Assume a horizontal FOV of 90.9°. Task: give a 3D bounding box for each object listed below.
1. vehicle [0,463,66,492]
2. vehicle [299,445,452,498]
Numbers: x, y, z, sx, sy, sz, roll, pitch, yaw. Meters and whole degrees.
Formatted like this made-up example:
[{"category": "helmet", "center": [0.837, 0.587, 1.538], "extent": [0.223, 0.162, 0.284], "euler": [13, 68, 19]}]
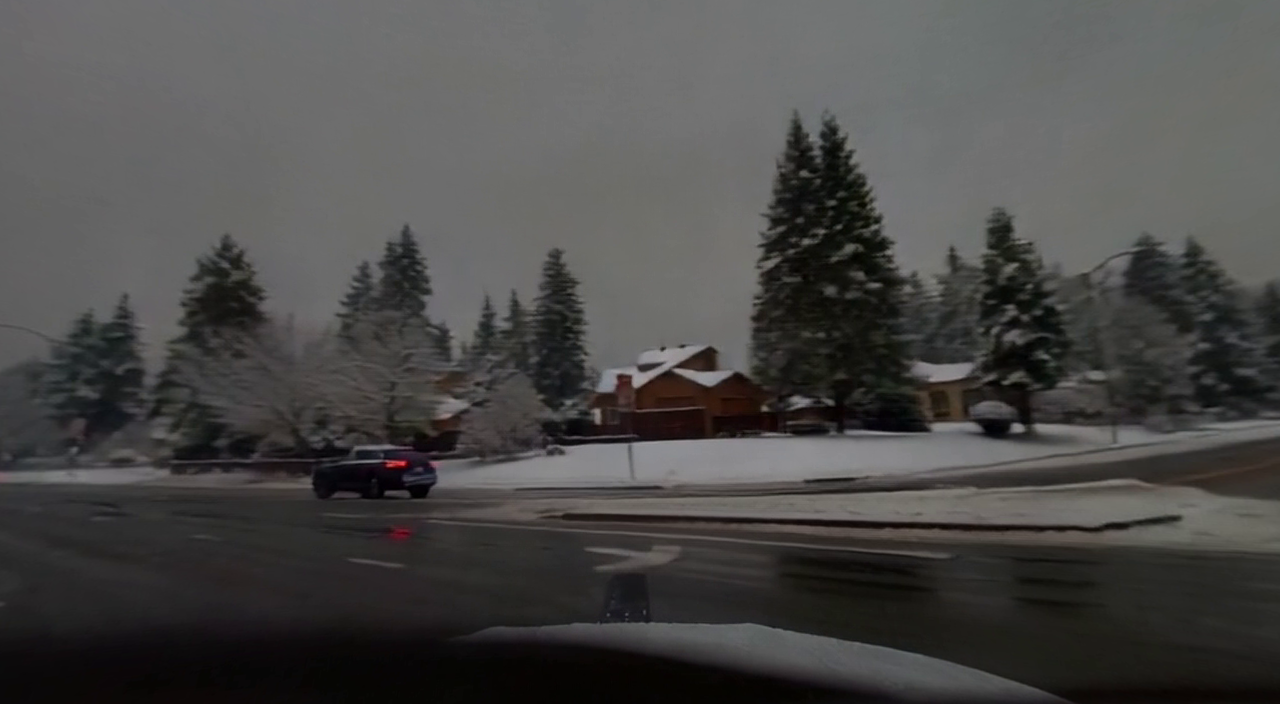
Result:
[{"category": "vehicle", "center": [-35.703, 7.224, 36.492], "extent": [4.882, 1.460, 1.933], "euler": [-5, -9, 27]}, {"category": "vehicle", "center": [-9.734, 4.354, 23.285], "extent": [4.995, 1.798, 2.102], "euler": [-3, -9, 18]}]
